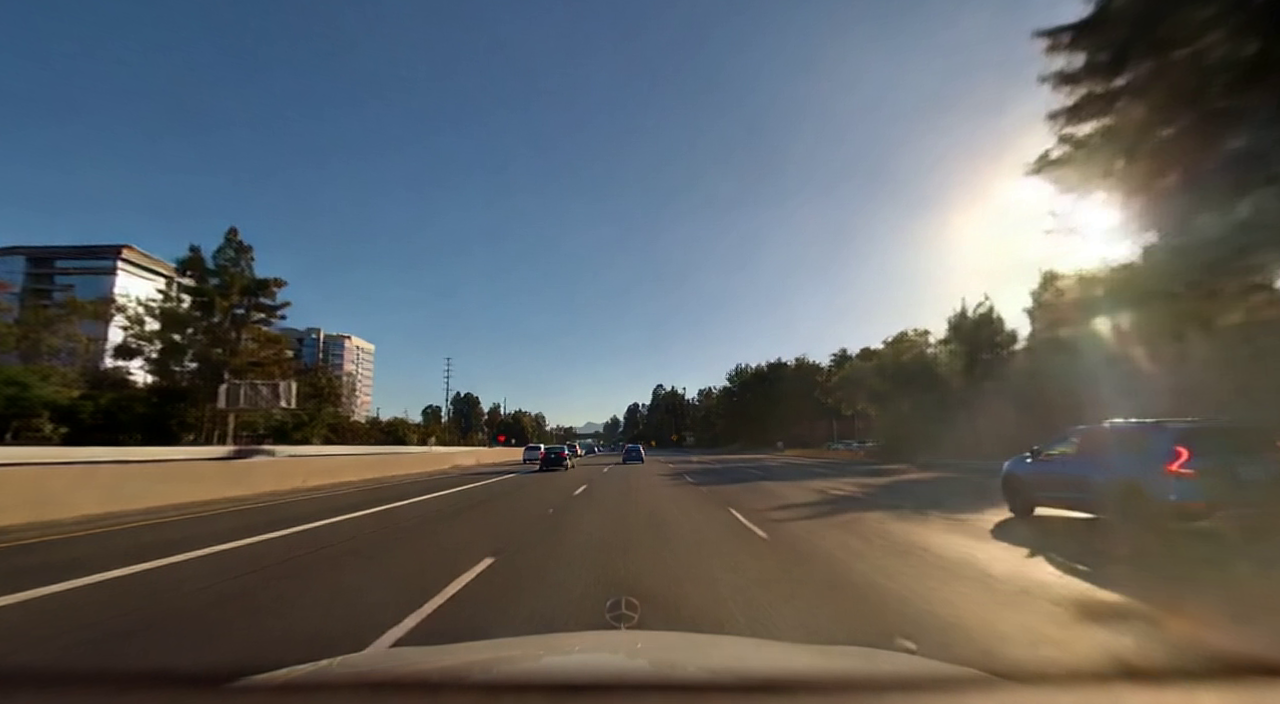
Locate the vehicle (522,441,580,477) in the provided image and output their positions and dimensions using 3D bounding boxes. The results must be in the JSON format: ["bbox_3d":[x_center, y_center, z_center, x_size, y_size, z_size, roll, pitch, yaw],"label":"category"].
[{"bbox_3d":[-3.861,4.715,28.066,1.886,1.465,4.625,0,-8,0],"label":"vehicle"}]

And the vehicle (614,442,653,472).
[{"bbox_3d":[-0.371,5.729,34.688,1.997,1.485,4.094,0,-8,-1],"label":"vehicle"}]

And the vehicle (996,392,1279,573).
[{"bbox_3d":[7.357,1.655,8.726,2.028,1.801,4.741,0,-8,-1],"label":"vehicle"}]

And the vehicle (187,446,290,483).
[{"bbox_3d":[-20.688,5.795,32.887,2.123,1.759,4.920,0,-8,0],"label":"vehicle"}]
